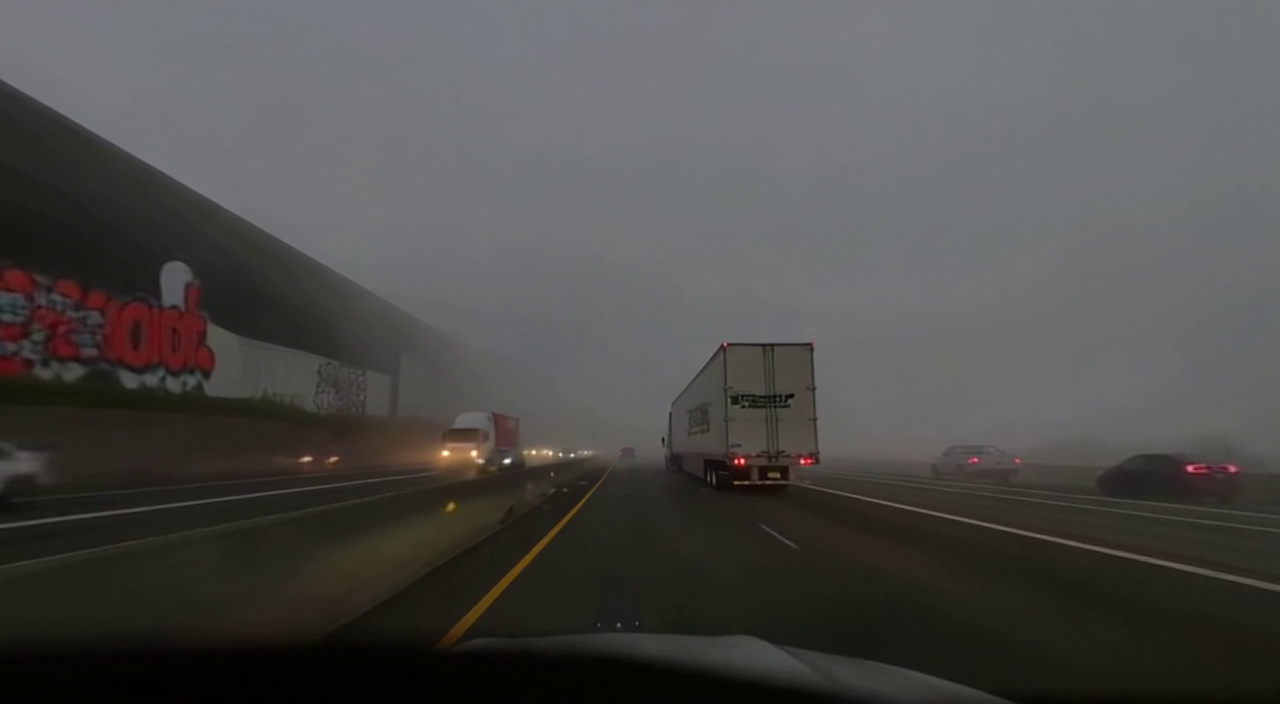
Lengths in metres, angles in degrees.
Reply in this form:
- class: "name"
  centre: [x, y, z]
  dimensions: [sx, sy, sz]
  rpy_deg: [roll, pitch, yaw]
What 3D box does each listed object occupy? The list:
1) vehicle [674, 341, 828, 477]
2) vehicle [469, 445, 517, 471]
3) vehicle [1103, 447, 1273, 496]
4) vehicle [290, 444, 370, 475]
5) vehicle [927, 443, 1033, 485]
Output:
- class: "vehicle"
  centre: [3.953, 3.145, 28.636]
  dimensions: [3.317, 4.314, 17.803]
  rpy_deg: [0, -9, -2]
- class: "vehicle"
  centre: [-8.968, 6.492, 38.473]
  dimensions: [1.977, 1.494, 4.096]
  rpy_deg: [0, -9, 0]
- class: "vehicle"
  centre: [18.833, 4.077, 21.879]
  dimensions: [1.811, 1.499, 4.472]
  rpy_deg: [0, -9, -1]
- class: "vehicle"
  centre: [-16.226, 5.648, 33.106]
  dimensions: [1.912, 1.482, 4.676]
  rpy_deg: [0, -9, -1]
- class: "vehicle"
  centre: [14.608, 4.798, 27.264]
  dimensions: [2.107, 1.648, 4.324]
  rpy_deg: [0, -9, -1]
